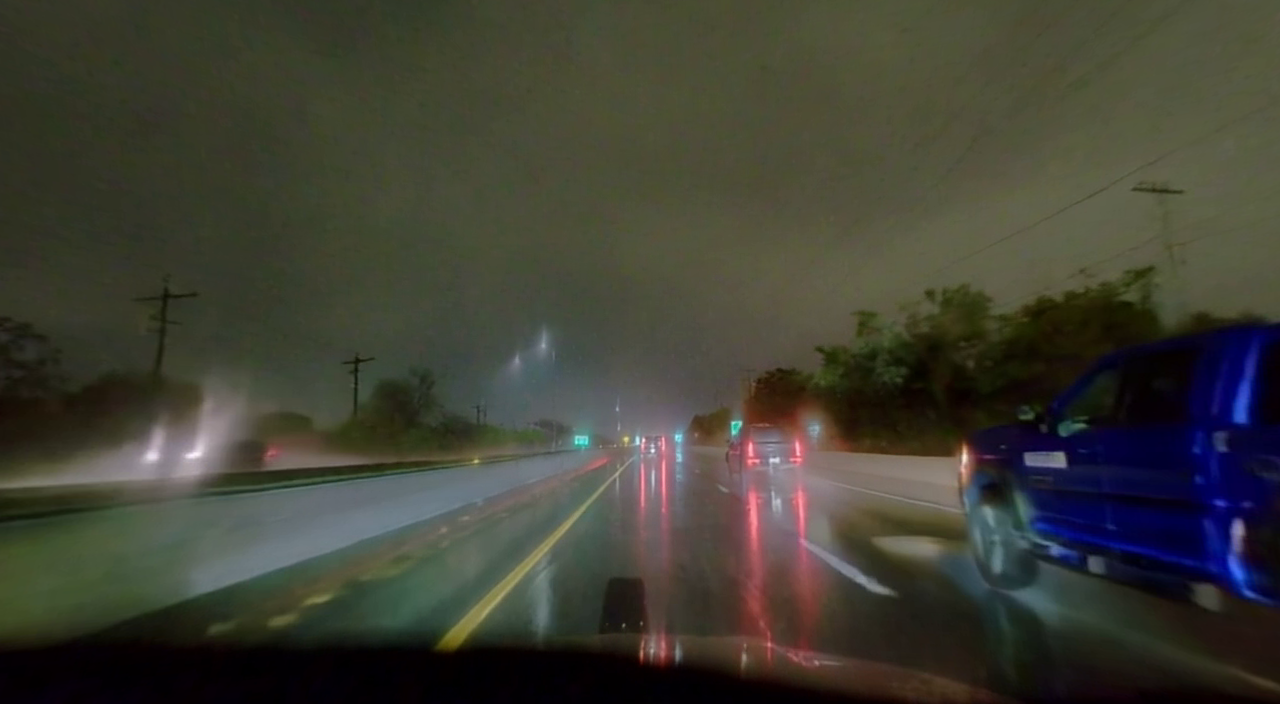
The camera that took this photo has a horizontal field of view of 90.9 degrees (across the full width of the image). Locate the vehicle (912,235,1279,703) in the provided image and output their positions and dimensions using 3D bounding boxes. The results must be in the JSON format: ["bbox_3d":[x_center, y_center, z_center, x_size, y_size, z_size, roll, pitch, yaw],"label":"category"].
[{"bbox_3d":[3.511,0.694,3.040,2.145,2.069,5.057,0,-8,1],"label":"vehicle"}]

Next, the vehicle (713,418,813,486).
[{"bbox_3d":[4.302,3.633,23.202,2.594,2.155,5.670,0,-8,1],"label":"vehicle"}]

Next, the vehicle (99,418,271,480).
[{"bbox_3d":[-18.038,3.883,25.536,2.411,2.161,5.702,-2,-8,5],"label":"vehicle"}]

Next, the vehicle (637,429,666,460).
[{"bbox_3d":[0.884,7.176,48.772,2.099,2.260,4.899,0,-8,1],"label":"vehicle"}]
